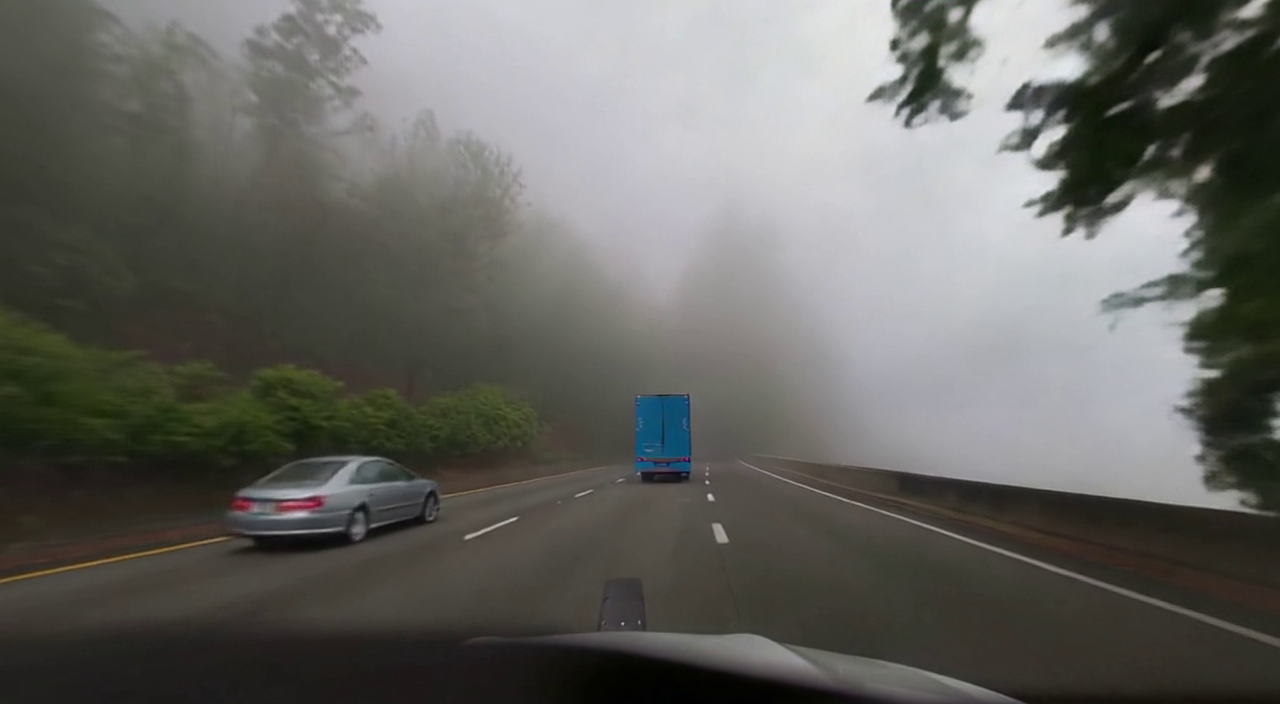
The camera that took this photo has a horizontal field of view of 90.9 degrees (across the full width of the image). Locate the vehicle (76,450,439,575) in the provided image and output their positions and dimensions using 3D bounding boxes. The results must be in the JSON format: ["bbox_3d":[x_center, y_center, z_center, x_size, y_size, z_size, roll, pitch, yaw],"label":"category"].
[{"bbox_3d":[-5.080,2.167,9.508,2.133,1.358,4.870,-1,-9,5],"label":"vehicle"}]

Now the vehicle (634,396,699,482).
[{"bbox_3d":[1.587,4.628,33.056,2.821,3.878,8.925,-1,-9,6],"label":"vehicle"}]
